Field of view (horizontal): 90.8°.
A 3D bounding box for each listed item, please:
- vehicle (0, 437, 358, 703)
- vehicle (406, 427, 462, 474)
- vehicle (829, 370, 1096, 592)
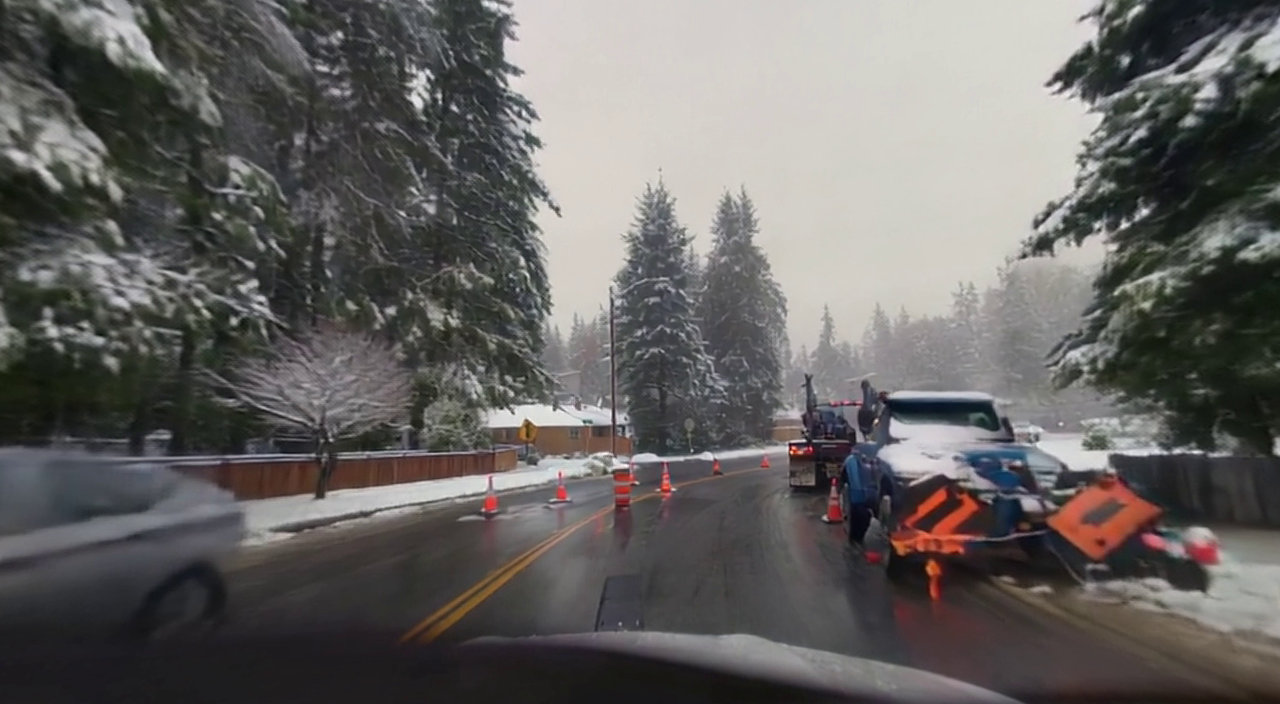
[{"bbox_3d":[-3.662,1.187,3.396,1.933,1.428,4.449,-1,-9,5],"label":"vehicle"},{"bbox_3d":[-11.829,5.646,36.411,2.665,2.465,1.532,5,-8,-10],"label":"vehicle"},{"bbox_3d":[3.756,1.507,8.071,1.913,2.241,3.024,-2,-7,5],"label":"vehicle"}]
